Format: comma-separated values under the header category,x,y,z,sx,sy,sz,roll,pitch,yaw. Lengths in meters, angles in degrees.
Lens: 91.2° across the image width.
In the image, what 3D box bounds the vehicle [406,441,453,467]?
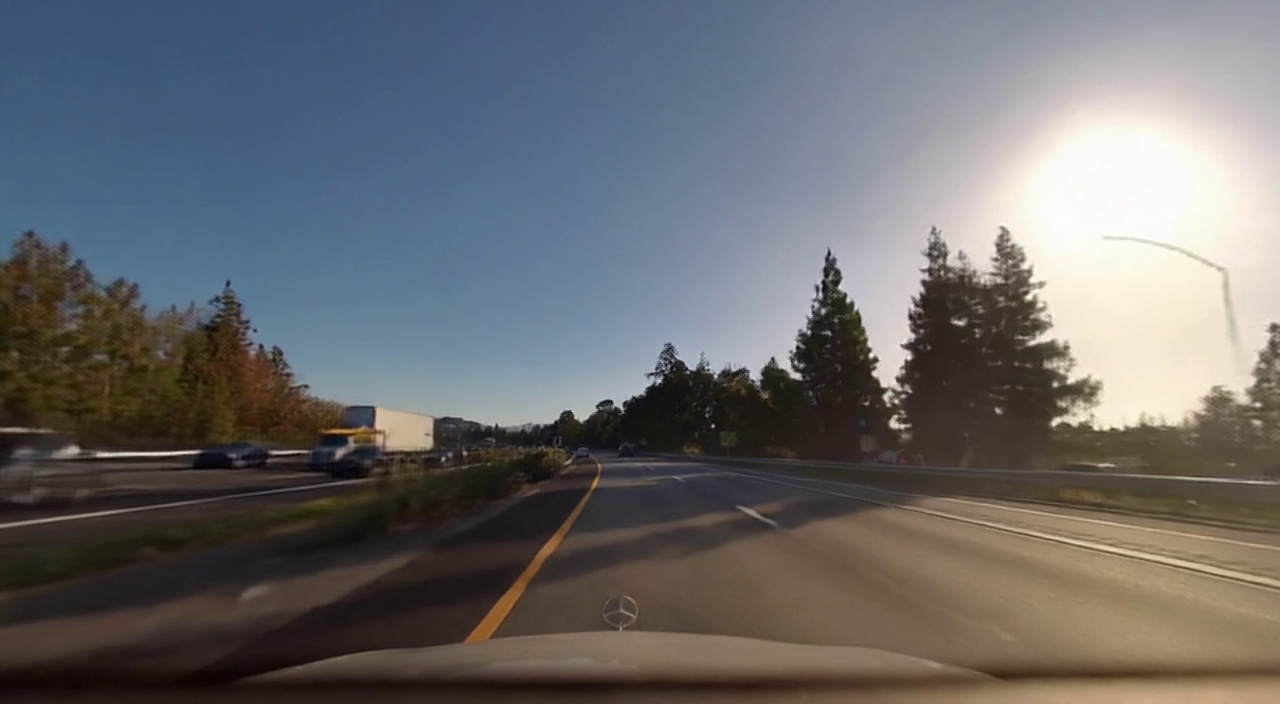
category,x,y,z,sx,sy,sz,roll,pitch,yaw
vehicle,-13.820,6.724,41.315,1.865,1.583,4.097,0,-9,-3

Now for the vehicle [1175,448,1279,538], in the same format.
category,x,y,z,sx,sy,sz,roll,pitch,yaw
vehicle,12.196,2.432,10.701,1.941,1.536,4.585,0,-9,-2

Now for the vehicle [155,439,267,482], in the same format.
category,x,y,z,sx,sy,sz,roll,pitch,yaw
vehicle,-17.884,4.521,26.411,1.887,1.608,4.327,0,-9,-4

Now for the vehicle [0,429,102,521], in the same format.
category,x,y,z,sx,sy,sz,roll,pitch,yaw
vehicle,-11.185,1.981,10.020,1.817,1.455,3.867,0,-9,-3

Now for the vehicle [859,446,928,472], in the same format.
category,x,y,z,sx,sy,sz,roll,pitch,yaw
vehicle,18.019,7.618,44.800,2.020,1.738,4.549,2,-9,-17

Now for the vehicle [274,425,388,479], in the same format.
category,x,y,z,sx,sy,sz,roll,pitch,yaw
vehicle,-12.520,4.105,25.909,2.195,1.976,5.455,0,-9,-4
